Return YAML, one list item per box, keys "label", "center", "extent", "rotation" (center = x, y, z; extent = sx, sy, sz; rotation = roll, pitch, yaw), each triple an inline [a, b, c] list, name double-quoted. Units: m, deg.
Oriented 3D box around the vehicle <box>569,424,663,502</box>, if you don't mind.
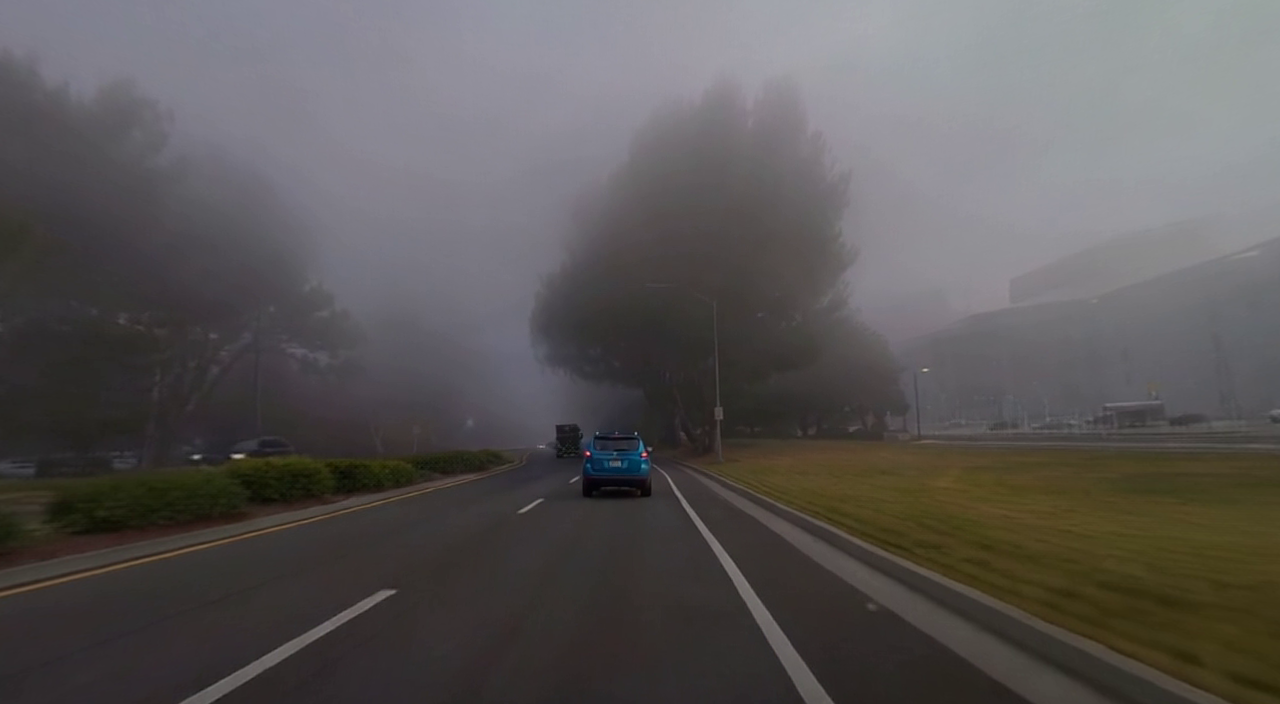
- label: "vehicle"
  center: [-0.578, 2.845, 16.548]
  extent: [2.131, 1.761, 4.242]
  rotation: [0, -8, -1]
